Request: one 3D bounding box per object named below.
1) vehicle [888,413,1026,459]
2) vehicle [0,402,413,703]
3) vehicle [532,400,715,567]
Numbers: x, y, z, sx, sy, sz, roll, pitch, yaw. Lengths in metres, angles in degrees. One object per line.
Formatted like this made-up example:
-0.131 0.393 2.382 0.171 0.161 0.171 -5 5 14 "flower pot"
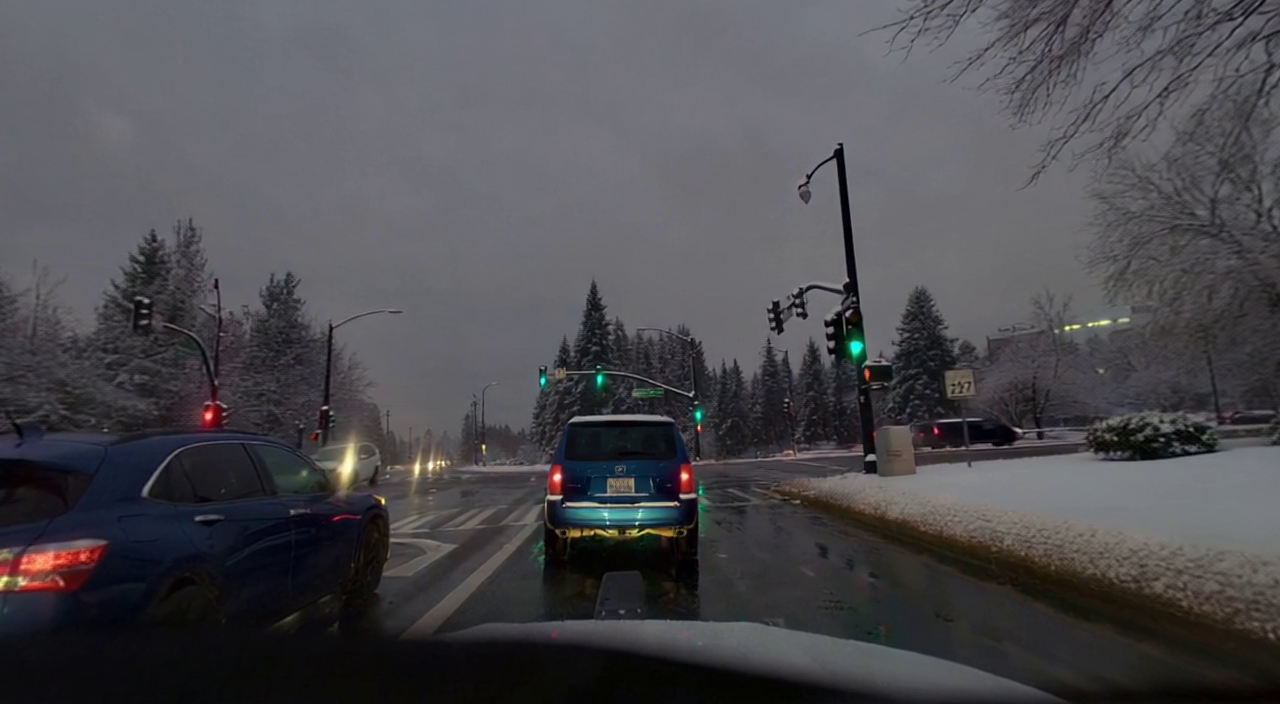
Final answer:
14.542 3.898 29.127 5.215 1.967 2.392 1 -9 -11 "vehicle"
-3.376 1.261 4.551 2.011 1.527 4.008 0 -8 -1 "vehicle"
-0.189 1.797 9.336 2.059 1.877 4.249 0 -8 0 "vehicle"
